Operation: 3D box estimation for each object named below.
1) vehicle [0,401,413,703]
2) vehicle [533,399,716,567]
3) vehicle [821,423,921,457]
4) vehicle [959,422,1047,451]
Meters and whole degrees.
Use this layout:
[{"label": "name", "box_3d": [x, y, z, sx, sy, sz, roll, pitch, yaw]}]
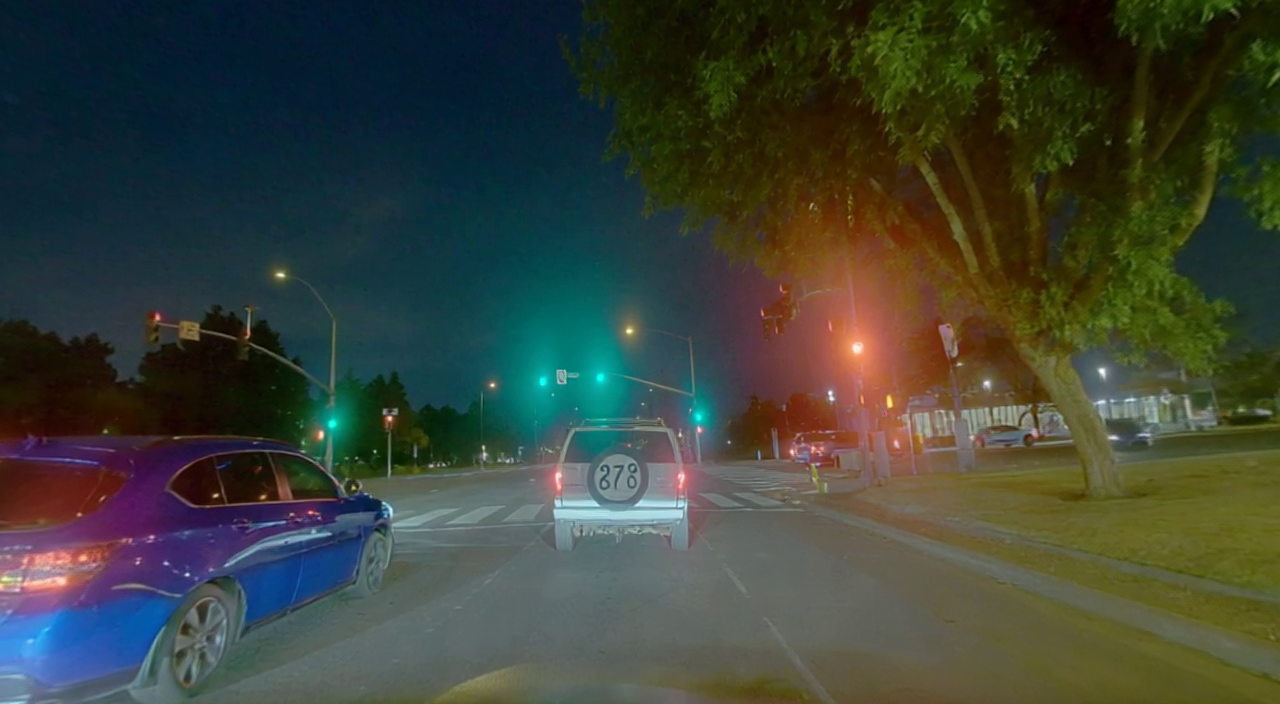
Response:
[{"label": "vehicle", "box_3d": [-3.379, 1.258, 4.552, 2.011, 1.527, 4.008, 0, -8, -1]}, {"label": "vehicle", "box_3d": [-0.178, 1.798, 9.347, 2.059, 1.877, 4.249, 0, -8, 0]}, {"label": "vehicle", "box_3d": [12.817, 4.902, 35.095, 4.872, 1.806, 2.107, 3, -9, -19]}, {"label": "vehicle", "box_3d": [19.792, 4.627, 34.465, 3.830, 1.545, 2.006, 3, -9, -19]}]
